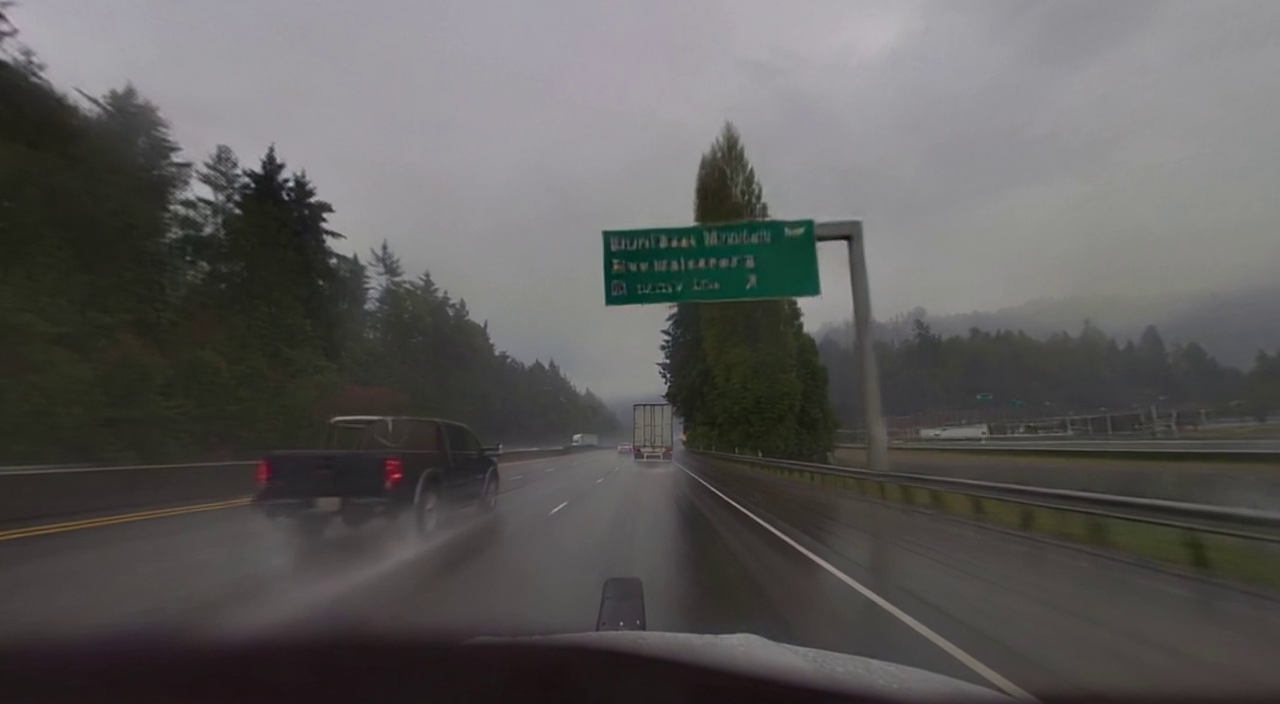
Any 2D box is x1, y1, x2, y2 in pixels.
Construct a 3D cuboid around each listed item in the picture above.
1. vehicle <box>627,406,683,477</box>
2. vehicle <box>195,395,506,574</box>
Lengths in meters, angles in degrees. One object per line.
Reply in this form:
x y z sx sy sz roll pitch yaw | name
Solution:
0.851 5.748 39.865 2.976 3.800 12.335 0 -9 0 | vehicle
-3.700 1.850 9.522 2.226 1.933 5.179 0 -9 0 | vehicle
